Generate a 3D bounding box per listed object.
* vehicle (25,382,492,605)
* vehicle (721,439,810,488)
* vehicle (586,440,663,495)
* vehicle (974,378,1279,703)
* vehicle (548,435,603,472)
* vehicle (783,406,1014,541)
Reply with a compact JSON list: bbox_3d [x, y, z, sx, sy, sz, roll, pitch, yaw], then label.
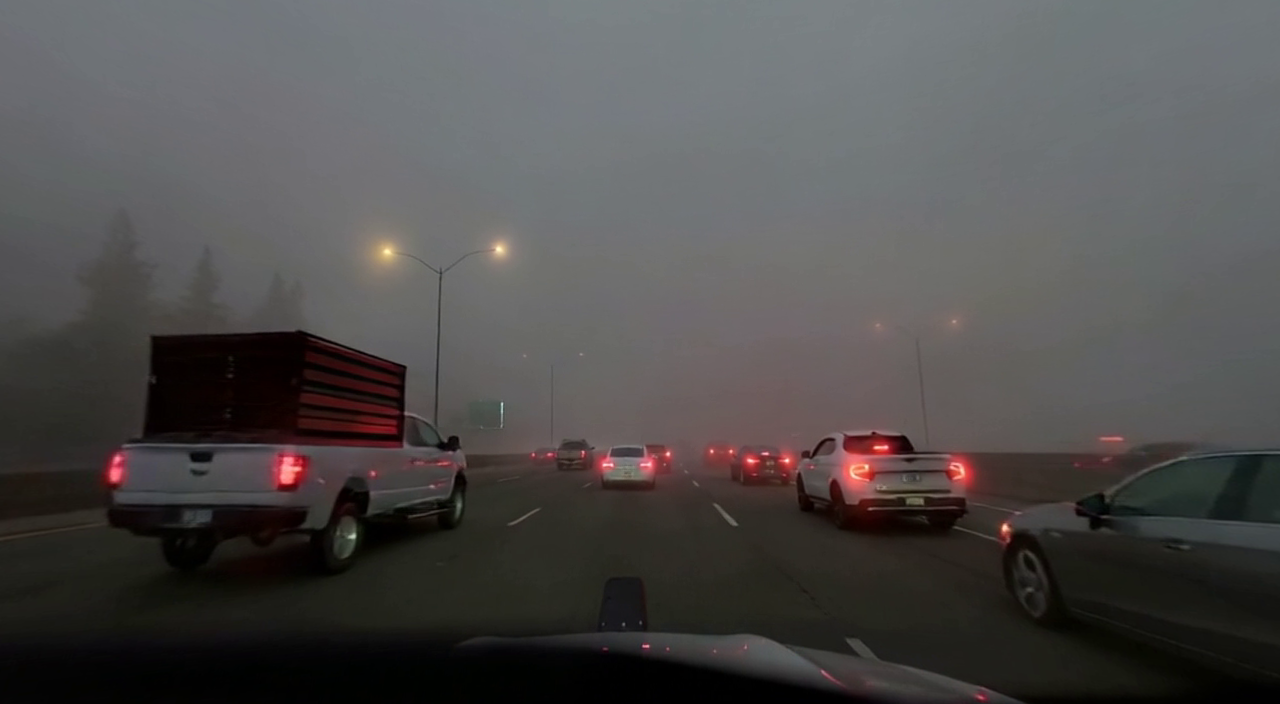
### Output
[{"bbox_3d":[-3.988,1.651,8.468,2.395,1.892,5.995,0,-8,1],"label":"vehicle"},{"bbox_3d":[4.121,3.734,21.569,1.907,1.474,4.840,0,-8,-2],"label":"vehicle"},{"bbox_3d":[-0.345,3.393,18.924,2.070,1.456,4.029,0,-8,2],"label":"vehicle"},{"bbox_3d":[3.669,0.909,2.708,1.984,1.567,4.475,0,-8,0],"label":"vehicle"},{"bbox_3d":[-3.373,5.497,34.385,2.110,1.811,5.585,-1,-8,3],"label":"vehicle"},{"bbox_3d":[3.947,1.943,10.707,1.999,1.777,4.578,0,-8,1],"label":"vehicle"}]
